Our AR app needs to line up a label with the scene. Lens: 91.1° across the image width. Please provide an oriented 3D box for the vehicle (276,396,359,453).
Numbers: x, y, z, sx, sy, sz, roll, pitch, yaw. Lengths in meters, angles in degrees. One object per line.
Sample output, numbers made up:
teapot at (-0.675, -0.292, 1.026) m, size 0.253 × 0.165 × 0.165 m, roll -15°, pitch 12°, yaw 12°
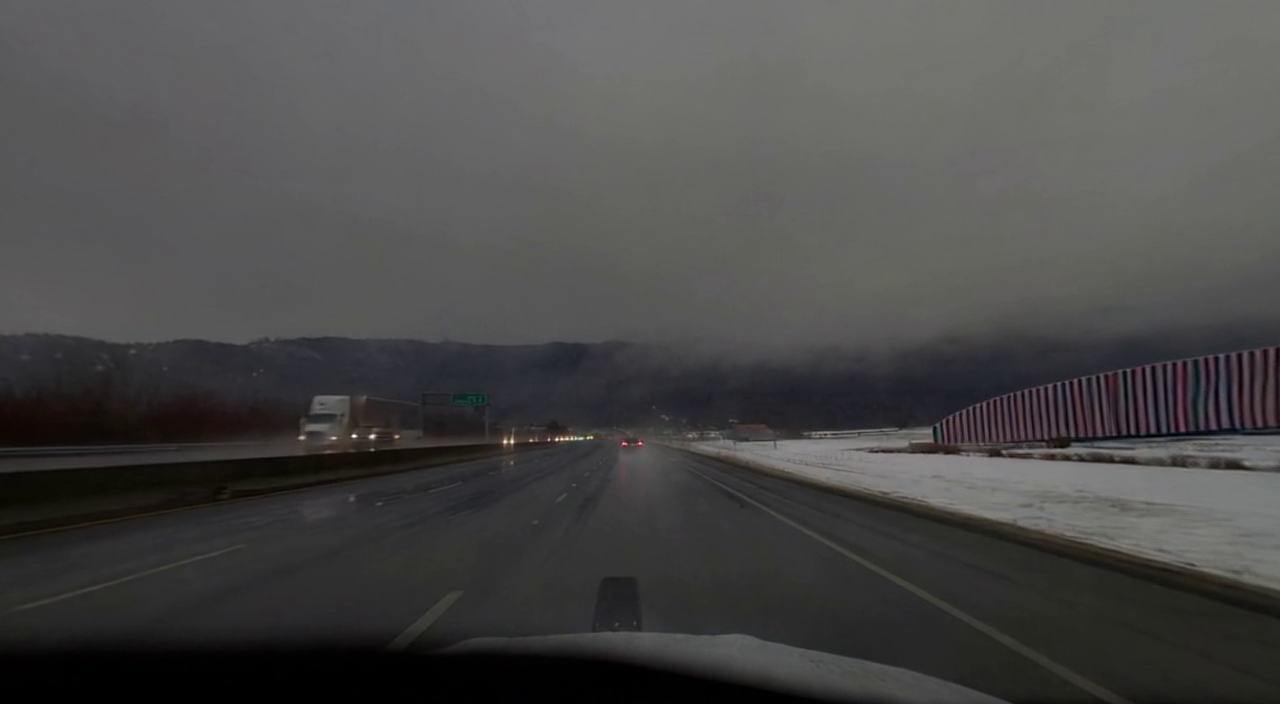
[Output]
vehicle at (-23.794, 5.451, 46.821) m, size 2.900 × 3.946 × 6.115 m, roll 0°, pitch -8°, yaw -1°
